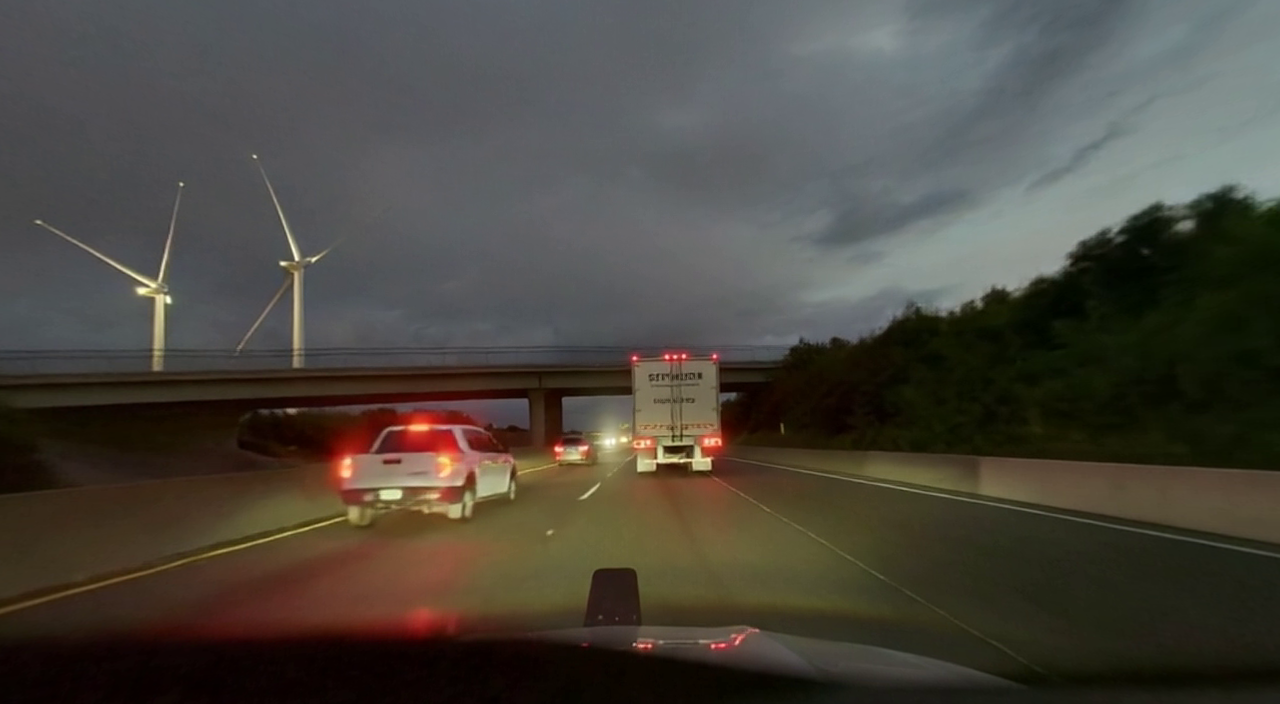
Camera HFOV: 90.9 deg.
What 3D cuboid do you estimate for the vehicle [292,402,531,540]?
[{"bbox_3d":[-3.439,1.888,10.719,2.283,1.814,4.568,0,-8,1],"label":"vehicle"}]

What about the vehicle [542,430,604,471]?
[{"bbox_3d":[-2.915,4.395,28.587,2.167,1.686,4.946,0,-8,2],"label":"vehicle"}]

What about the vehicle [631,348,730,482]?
[{"bbox_3d":[1.313,2.702,25.149,2.906,3.990,12.551,0,-8,1],"label":"vehicle"}]
